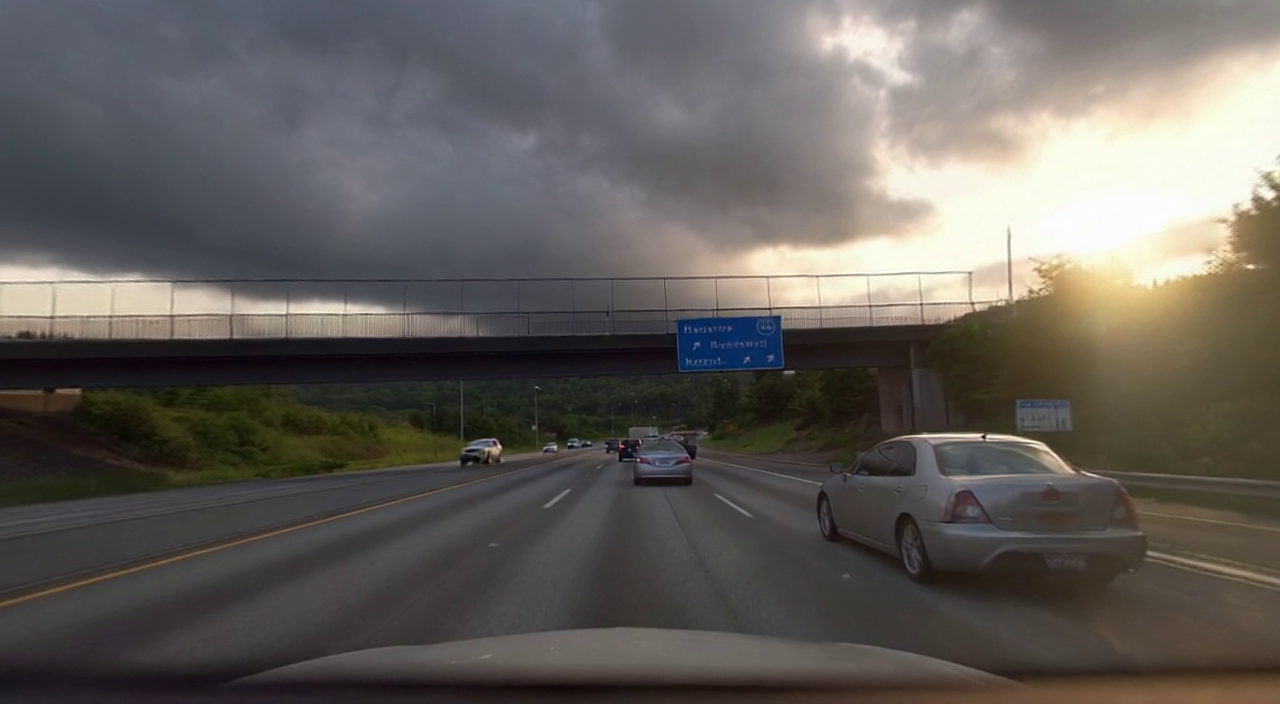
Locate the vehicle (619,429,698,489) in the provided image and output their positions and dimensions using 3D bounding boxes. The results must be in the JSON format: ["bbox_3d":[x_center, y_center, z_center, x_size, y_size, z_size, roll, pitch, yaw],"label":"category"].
[{"bbox_3d":[0.453,3.246,19.443,2.092,1.636,4.024,0,-8,-3],"label":"vehicle"}]

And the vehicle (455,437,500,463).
[{"bbox_3d":[-12.012,7.247,46.731,2.082,1.833,4.755,-1,-8,0],"label":"vehicle"}]
